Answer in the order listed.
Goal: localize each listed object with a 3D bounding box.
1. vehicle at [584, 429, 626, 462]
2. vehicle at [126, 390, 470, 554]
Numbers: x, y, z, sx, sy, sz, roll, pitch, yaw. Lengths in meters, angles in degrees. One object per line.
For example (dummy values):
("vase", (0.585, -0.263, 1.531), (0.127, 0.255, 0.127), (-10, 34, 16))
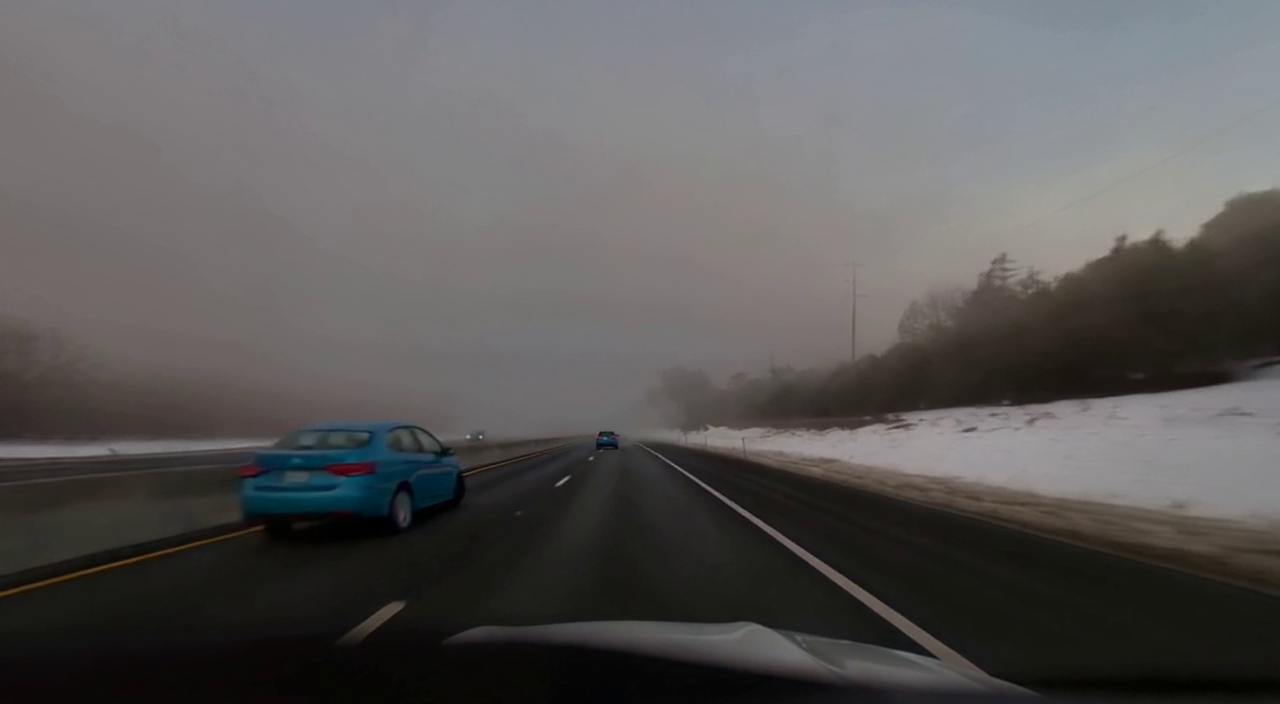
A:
("vehicle", (-1.698, 4.665, 31.574), (1.999, 1.536, 3.969), (0, -8, -1))
("vehicle", (-4.293, 1.611, 9.253), (2.189, 1.704, 5.205), (0, -8, -1))
